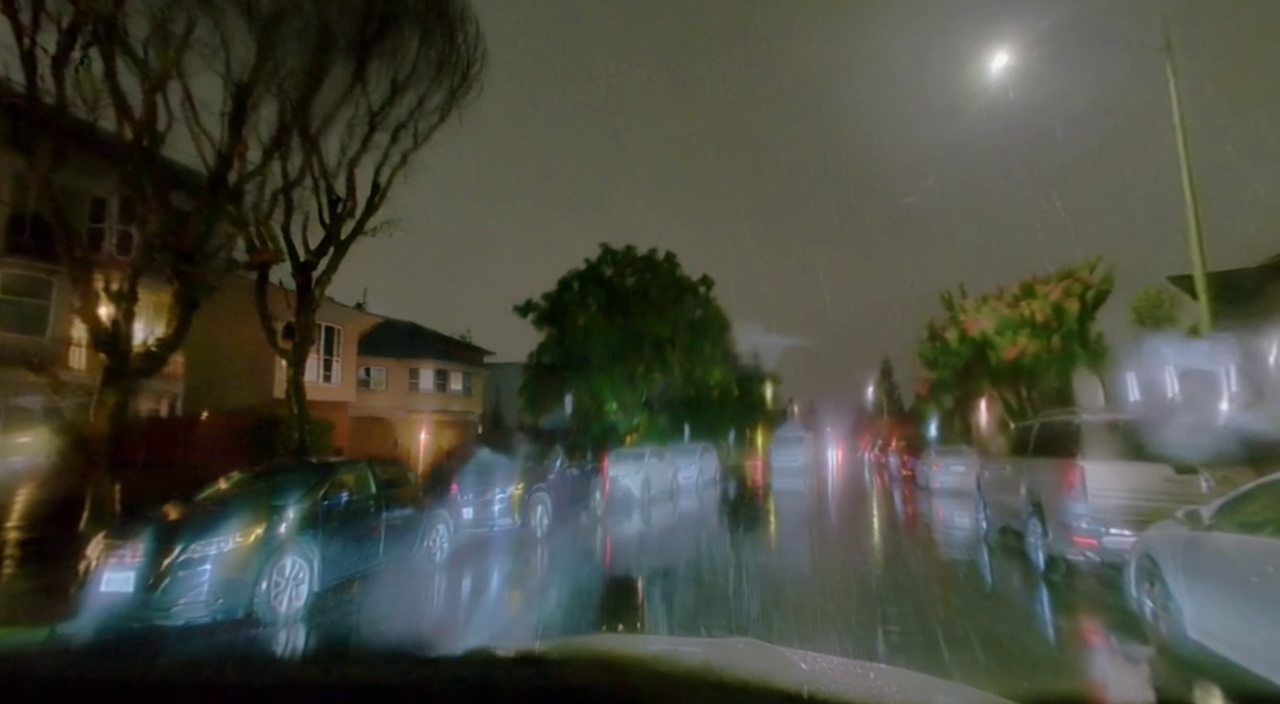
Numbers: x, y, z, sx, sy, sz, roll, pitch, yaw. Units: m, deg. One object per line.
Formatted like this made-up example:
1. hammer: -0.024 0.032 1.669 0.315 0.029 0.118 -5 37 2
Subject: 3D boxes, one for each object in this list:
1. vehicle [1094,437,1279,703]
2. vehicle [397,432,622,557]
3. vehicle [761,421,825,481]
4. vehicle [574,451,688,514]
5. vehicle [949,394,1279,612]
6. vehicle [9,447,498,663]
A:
1. vehicle: 4.279 1.128 2.929 1.992 1.456 4.610 -2 -9 16
2. vehicle: -2.083 2.504 12.026 2.203 1.815 4.972 -2 -9 14
3. vehicle: 8.401 5.299 34.181 2.716 2.887 6.781 -2 -9 18
4. vehicle: -0.076 3.593 17.957 1.861 1.474 4.749 -3 -9 17
5. vehicle: 5.688 1.691 8.059 2.182 1.900 4.779 -2 -9 15
6. vehicle: -3.482 1.815 6.936 1.855 1.510 4.406 -2 -9 15
